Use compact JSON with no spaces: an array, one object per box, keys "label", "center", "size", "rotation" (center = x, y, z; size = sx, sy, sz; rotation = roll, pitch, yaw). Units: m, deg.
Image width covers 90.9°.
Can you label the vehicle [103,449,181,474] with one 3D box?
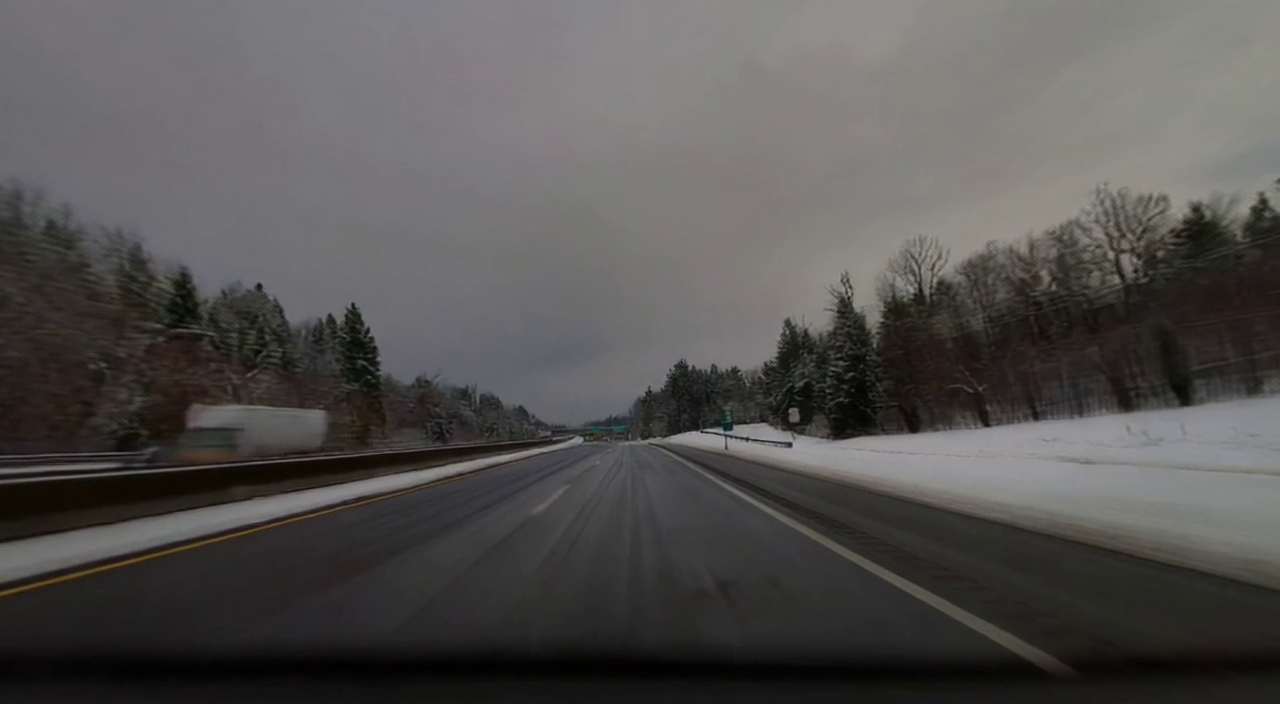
[{"label":"vehicle","center":[-31.014,6.821,39.406],"size":[1.730,1.421,3.981],"rotation":[0,-8,-2]}]
